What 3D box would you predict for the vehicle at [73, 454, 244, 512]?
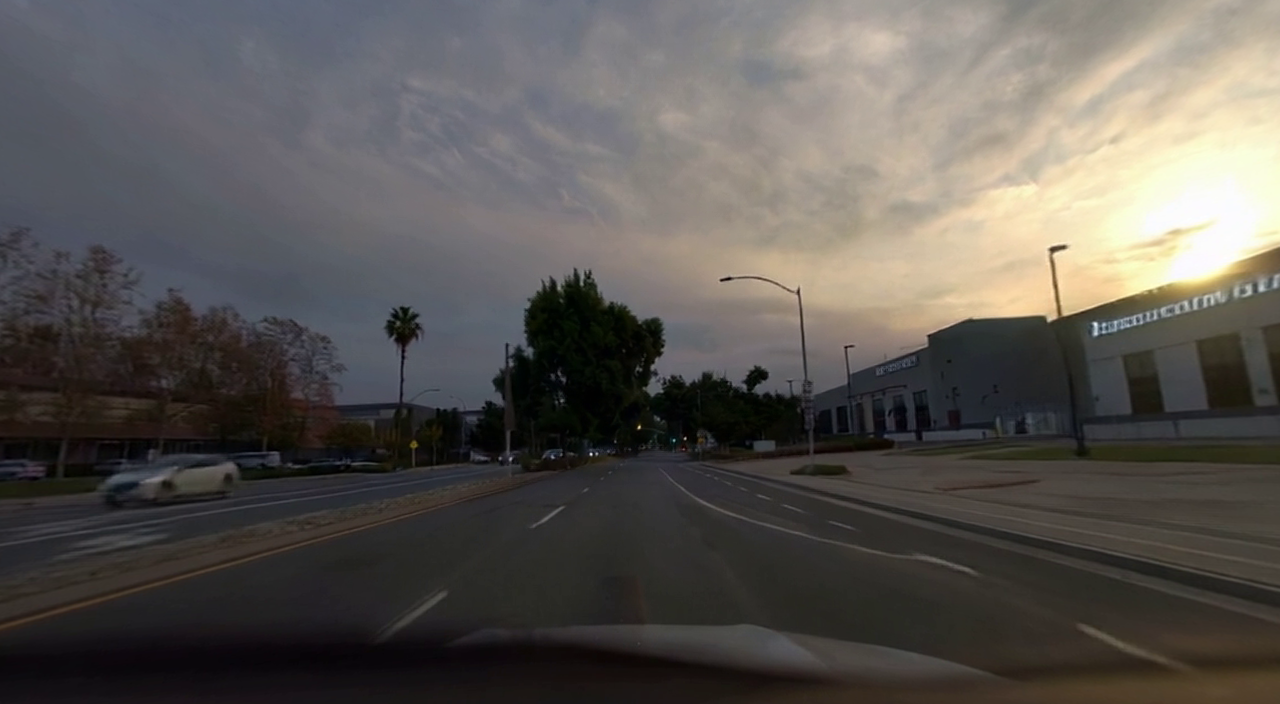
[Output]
[{"bbox_3d":[-16.098,4.346,21.539,2.131,1.679,4.554,-1,-9,2],"label":"vehicle"}]
